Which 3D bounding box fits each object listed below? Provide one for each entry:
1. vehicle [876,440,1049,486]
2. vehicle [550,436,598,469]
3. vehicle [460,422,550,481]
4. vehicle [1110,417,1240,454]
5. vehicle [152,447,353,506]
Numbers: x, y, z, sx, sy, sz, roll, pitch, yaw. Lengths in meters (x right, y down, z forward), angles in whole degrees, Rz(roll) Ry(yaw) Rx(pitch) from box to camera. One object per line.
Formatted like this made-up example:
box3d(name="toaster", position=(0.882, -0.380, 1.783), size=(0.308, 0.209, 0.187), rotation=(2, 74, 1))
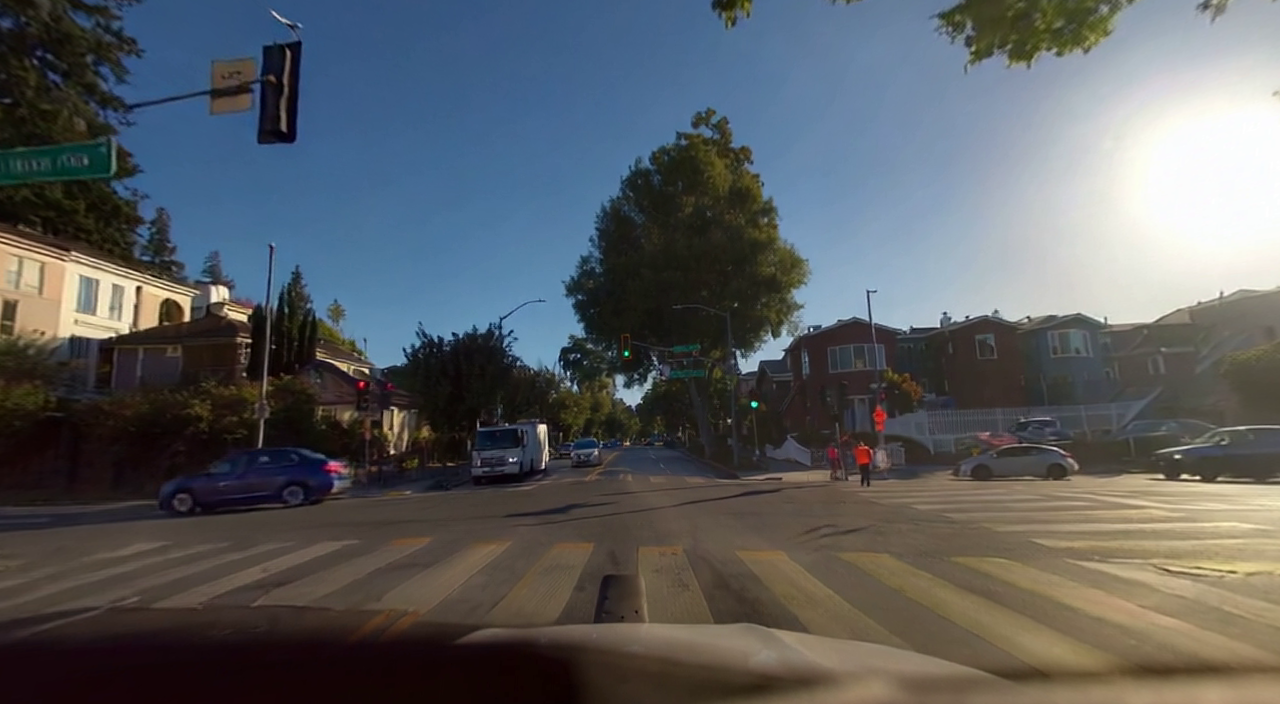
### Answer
box3d(name="vehicle", position=(11.268, 3.892, 22.427), size=(5.158, 1.470, 2.012), rotation=(-4, -10, 26))
box3d(name="vehicle", position=(-3.700, 5.762, 36.338), size=(2.302, 1.708, 4.764), rotation=(0, -8, -1))
box3d(name="vehicle", position=(-6.434, 4.885, 31.277), size=(2.896, 2.560, 7.322), rotation=(0, -8, -1))
box3d(name="vehicle", position=(33.326, 5.213, 39.481), size=(5.969, 2.225, 2.458), rotation=(0, -9, -3))
box3d(name="vehicle", position=(-11.082, 3.570, 18.330), size=(4.497, 1.579, 1.952), rotation=(0, -9, -1))
